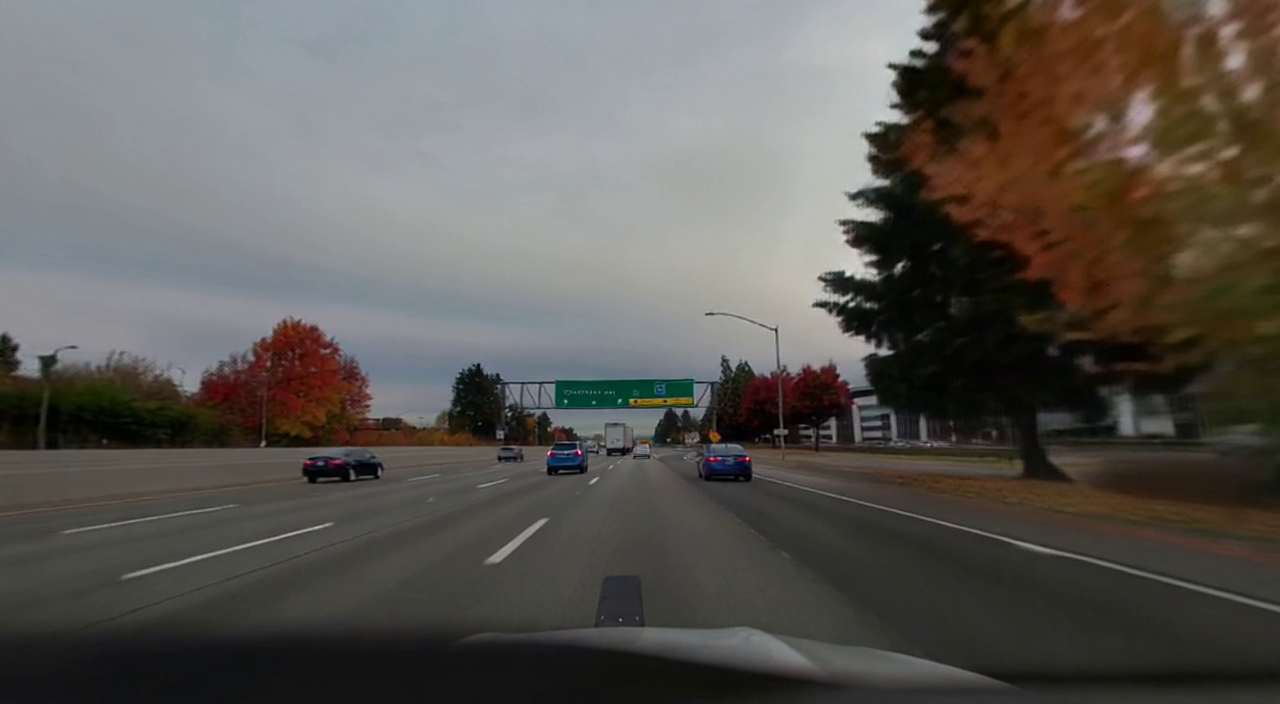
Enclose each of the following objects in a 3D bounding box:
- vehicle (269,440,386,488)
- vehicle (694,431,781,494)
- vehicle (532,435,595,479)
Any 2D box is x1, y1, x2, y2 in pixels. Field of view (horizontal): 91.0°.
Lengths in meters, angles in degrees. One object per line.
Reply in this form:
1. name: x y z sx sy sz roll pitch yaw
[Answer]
1. vehicle: -10.994 3.959 22.532 1.919 1.509 4.265 0 -9 1
2. vehicle: 2.940 3.451 20.010 2.101 1.742 4.495 0 -9 1
3. vehicle: -3.208 4.526 27.355 2.111 1.742 4.315 0 -9 1
